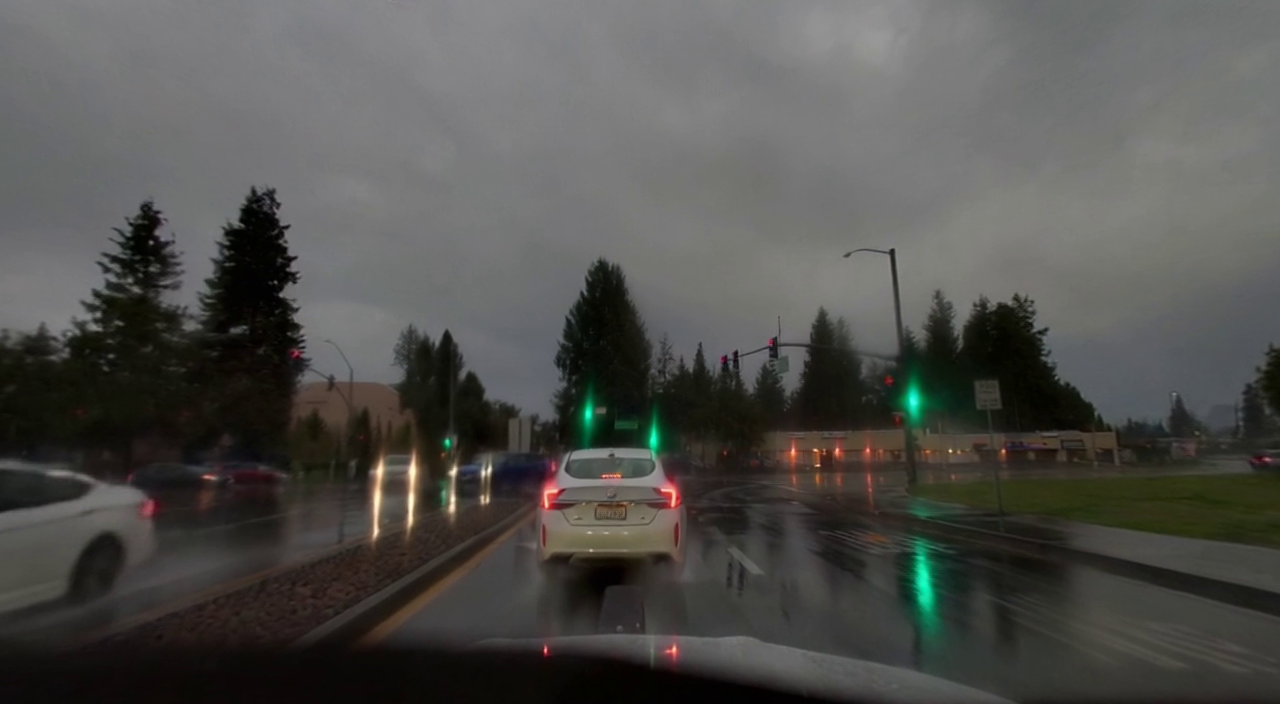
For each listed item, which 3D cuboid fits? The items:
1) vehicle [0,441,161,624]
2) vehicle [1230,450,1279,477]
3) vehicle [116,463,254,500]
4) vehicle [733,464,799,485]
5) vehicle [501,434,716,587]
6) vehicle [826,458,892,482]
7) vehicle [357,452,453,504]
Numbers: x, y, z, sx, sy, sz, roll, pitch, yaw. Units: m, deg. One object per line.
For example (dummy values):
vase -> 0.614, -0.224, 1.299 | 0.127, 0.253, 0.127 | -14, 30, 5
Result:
vehicle -> -6.154, 1.376, 4.568 | 2.073, 1.459, 4.495 | 0, -9, -4
vehicle -> 37.730, 6.596, 37.427 | 4.601, 1.485, 1.929 | 3, -9, -18
vehicle -> -20.111, 5.730, 28.166 | 4.548, 1.449, 1.802 | 2, -9, -13
vehicle -> 9.076, 8.805, 45.528 | 4.254, 1.359, 1.895 | 2, -9, -16
vehicle -> -0.345, 1.884, 8.424 | 2.112, 1.479, 4.264 | 0, -9, -1
vehicle -> 16.503, 8.877, 47.546 | 4.337, 1.637, 1.860 | 2, -9, -16
vehicle -> -7.880, 4.225, 21.700 | 2.078, 1.534, 4.646 | 1, -9, -8
